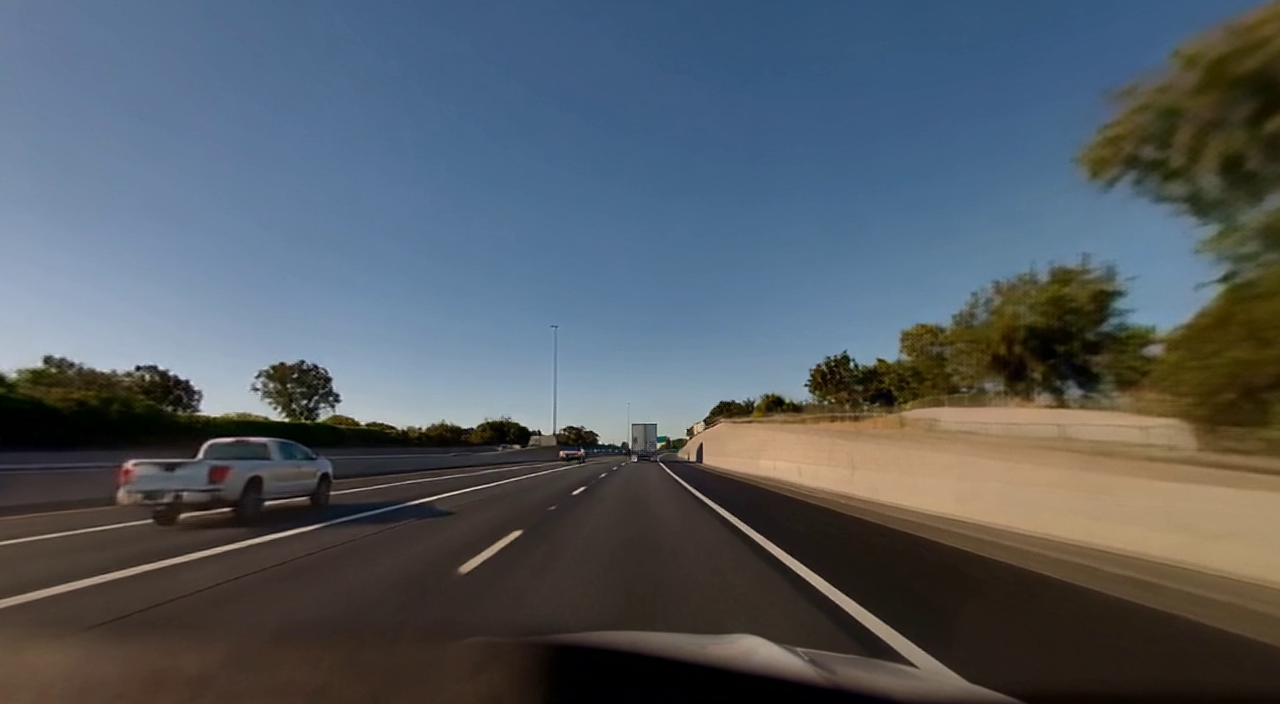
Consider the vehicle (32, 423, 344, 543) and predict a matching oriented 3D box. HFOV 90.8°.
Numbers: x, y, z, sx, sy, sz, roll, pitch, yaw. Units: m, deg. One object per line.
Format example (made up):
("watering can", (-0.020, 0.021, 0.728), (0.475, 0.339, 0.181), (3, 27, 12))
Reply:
("vehicle", (-7.606, 2.252, 11.459), (2.067, 1.676, 4.789), (0, -9, 1))
